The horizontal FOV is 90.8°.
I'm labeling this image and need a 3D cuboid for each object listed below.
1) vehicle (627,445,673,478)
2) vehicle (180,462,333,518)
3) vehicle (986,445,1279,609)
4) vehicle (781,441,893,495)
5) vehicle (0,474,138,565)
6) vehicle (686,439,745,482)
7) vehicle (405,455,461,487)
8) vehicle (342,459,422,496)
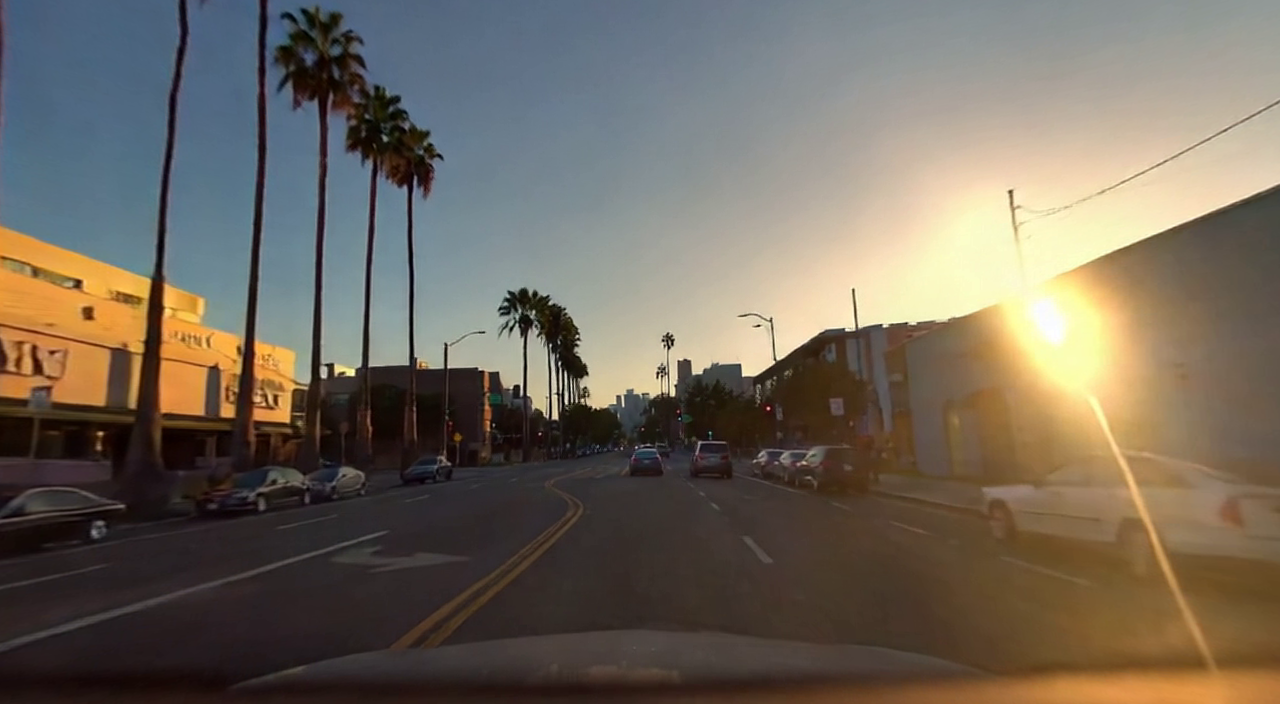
[{"bbox_3d":[0.457,5.266,30.635,2.088,1.452,3.993,0,-8,0],"label":"vehicle"},{"bbox_3d":[-12.246,4.467,20.634,2.188,1.490,4.511,-3,-11,0],"label":"vehicle"},{"bbox_3d":[6.648,1.918,8.019,1.932,1.464,4.475,0,-8,0],"label":"vehicle"},{"bbox_3d":[6.561,3.894,21.722,2.174,1.643,4.860,0,-8,-1],"label":"vehicle"},{"bbox_3d":[-12.580,3.237,12.304,1.949,1.470,4.532,0,-8,-1],"label":"vehicle"},{"bbox_3d":[3.178,4.661,27.499,2.003,1.702,4.288,0,-8,-1],"label":"vehicle"},{"bbox_3d":[-12.155,7.050,37.361,1.949,1.682,4.094,-3,-11,0],"label":"vehicle"},{"bbox_3d":[-12.068,5.921,29.902,1.978,1.501,4.355,-3,-11,-1],"label":"vehicle"}]
